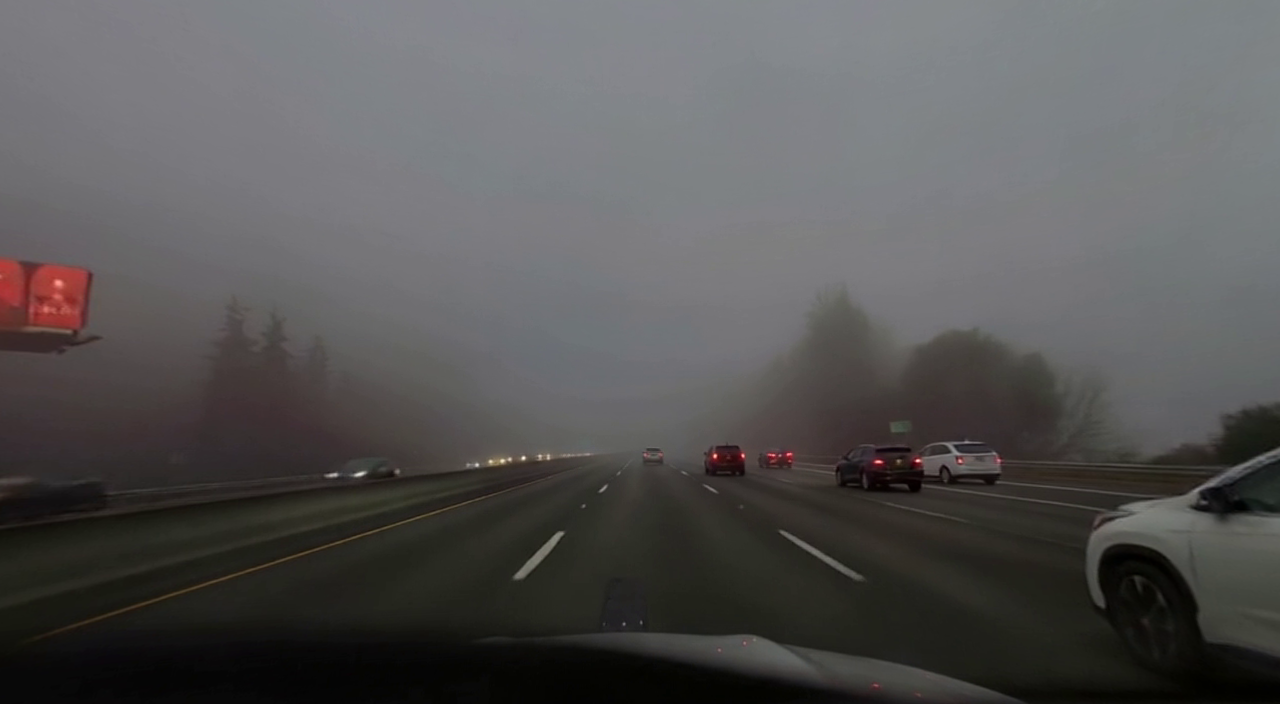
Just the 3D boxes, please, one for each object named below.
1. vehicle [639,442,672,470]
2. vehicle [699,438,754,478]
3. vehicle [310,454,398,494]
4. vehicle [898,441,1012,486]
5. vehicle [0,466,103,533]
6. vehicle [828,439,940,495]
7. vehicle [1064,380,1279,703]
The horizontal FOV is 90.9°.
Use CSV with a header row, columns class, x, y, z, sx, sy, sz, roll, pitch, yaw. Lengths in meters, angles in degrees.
class,x,y,z,sx,sy,sz,roll,pitch,yaw
vehicle,1.052,7.242,44.242,2.145,1.832,4.004,0,-8,0
vehicle,4.362,5.413,32.491,2.075,1.845,4.667,0,-8,-1
vehicle,-13.081,5.566,29.181,1.864,1.587,4.549,-1,-8,1
vehicle,12.048,4.255,24.553,1.941,1.539,4.834,0,-8,0
vehicle,-16.880,3.802,16.144,1.975,1.530,4.866,-1,-8,0
vehicle,7.608,3.588,20.170,1.807,1.558,4.352,0,-8,0
vehicle,3.839,0.809,1.960,1.989,1.609,4.355,0,-8,0
